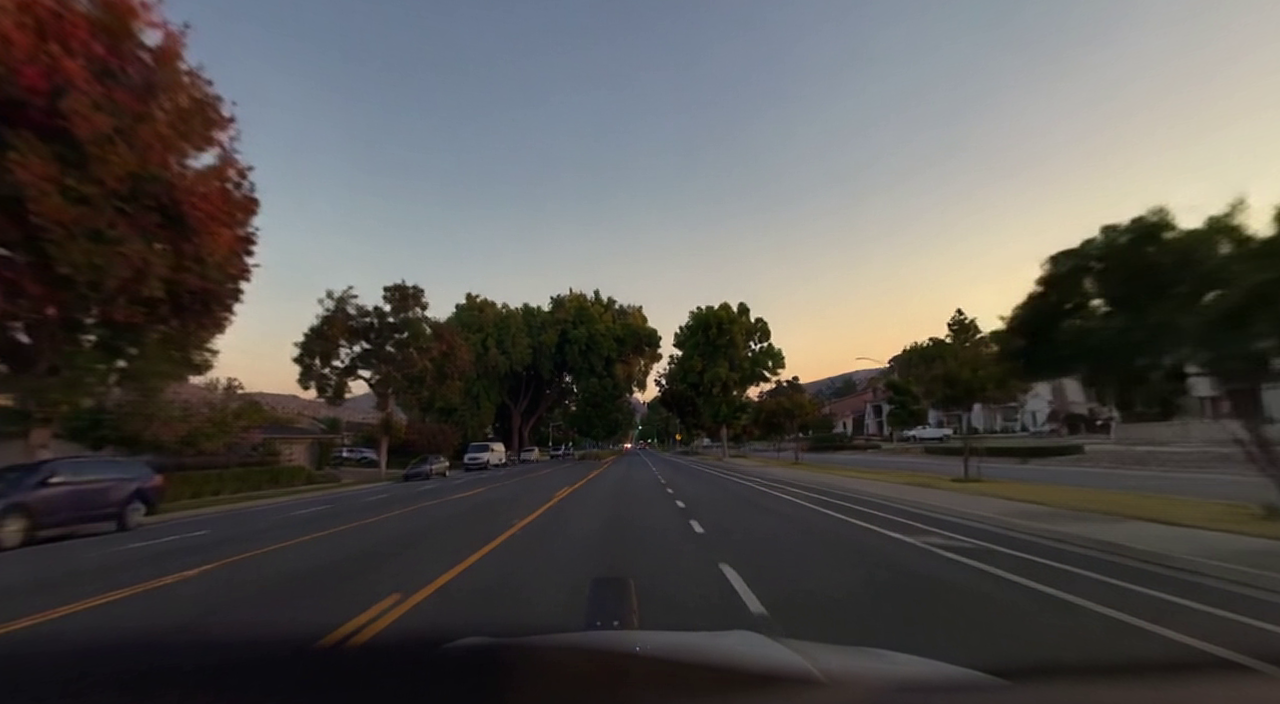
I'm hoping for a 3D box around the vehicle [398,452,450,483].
[{"bbox_3d":[-12.402,6.615,36.491,1.762,1.552,3.901,-3,-9,-2],"label":"vehicle"}]

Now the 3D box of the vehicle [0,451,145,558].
[{"bbox_3d":[-12.232,2.897,12.186,2.000,1.821,4.314,-2,-8,-3],"label":"vehicle"}]
